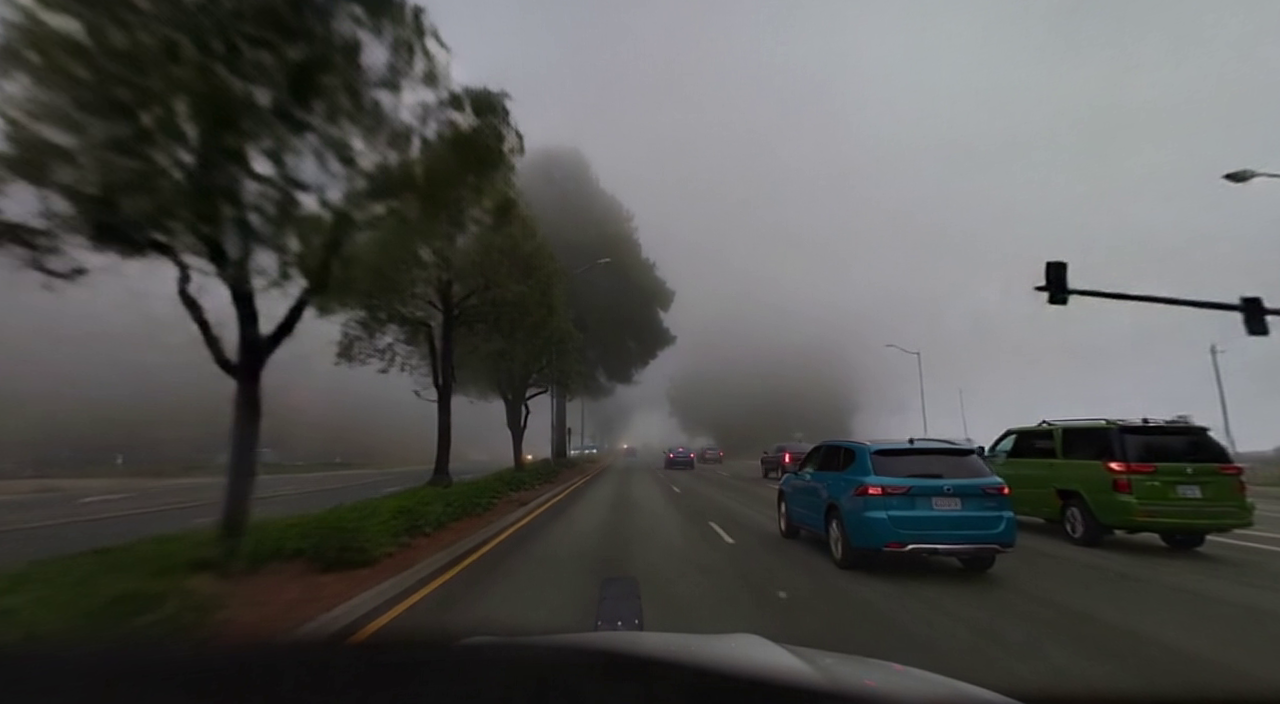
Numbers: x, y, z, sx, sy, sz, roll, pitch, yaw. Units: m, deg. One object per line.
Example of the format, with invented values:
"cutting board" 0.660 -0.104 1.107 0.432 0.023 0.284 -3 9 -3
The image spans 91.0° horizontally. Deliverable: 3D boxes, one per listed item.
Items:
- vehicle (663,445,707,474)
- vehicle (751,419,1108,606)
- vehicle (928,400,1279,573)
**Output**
"vehicle" 2.409 5.839 34.476 1.980 1.484 4.093 0 -8 -2
"vehicle" 2.875 1.715 7.827 1.932 1.547 4.992 0 -8 -2
"vehicle" 6.351 1.757 9.010 2.153 1.811 4.595 0 -8 -1
